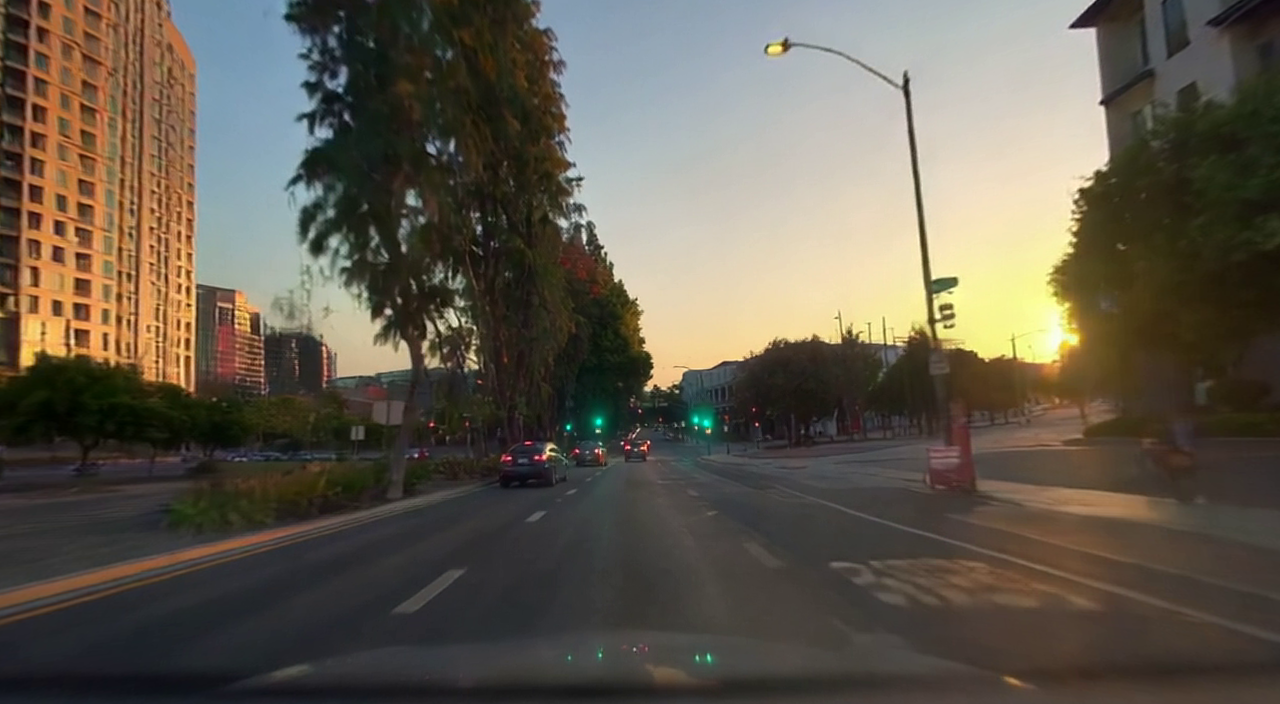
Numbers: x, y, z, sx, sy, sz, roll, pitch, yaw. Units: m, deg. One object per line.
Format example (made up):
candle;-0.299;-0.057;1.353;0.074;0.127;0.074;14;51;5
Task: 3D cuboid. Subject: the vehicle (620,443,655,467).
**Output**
vehicle;-0.148;6.515;40.012;2.095;1.438;3.843;0;-9;0

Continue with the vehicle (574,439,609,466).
vehicle;-3.436;7.189;45.451;2.152;1.802;4.628;0;-9;0

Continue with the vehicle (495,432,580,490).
vehicle;-3.318;3.652;21.437;2.116;1.725;4.315;0;-9;1
